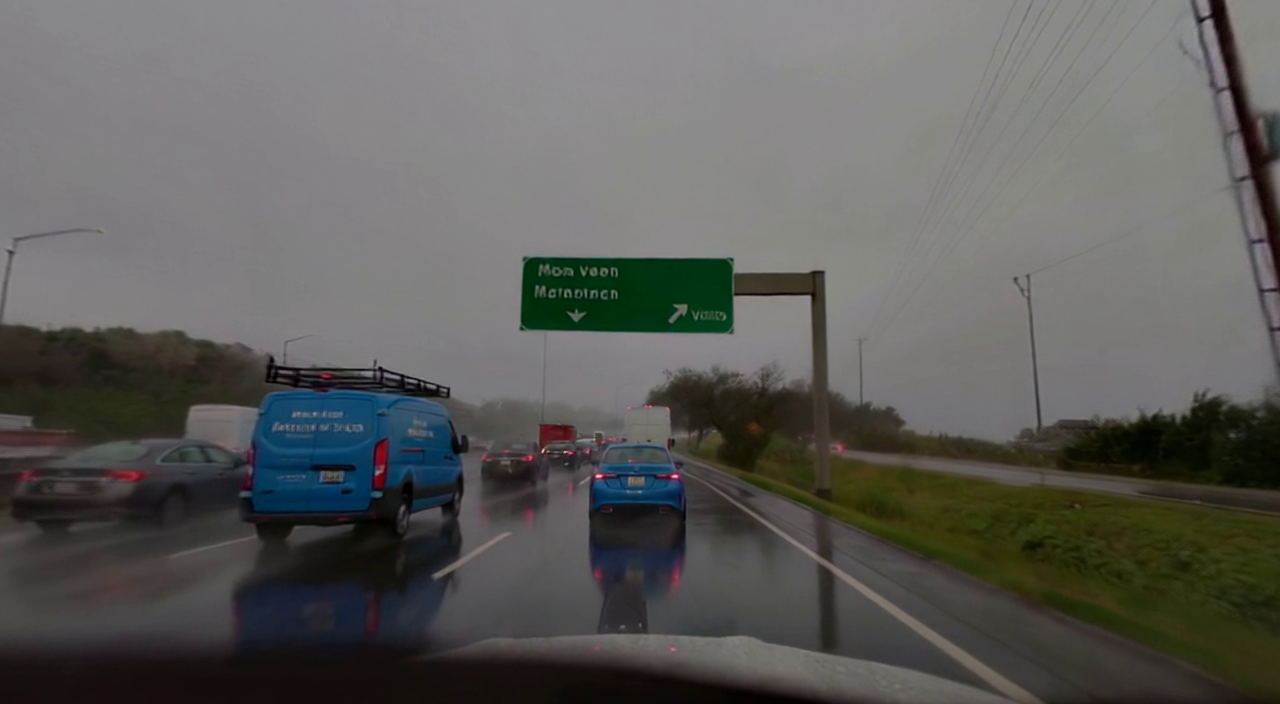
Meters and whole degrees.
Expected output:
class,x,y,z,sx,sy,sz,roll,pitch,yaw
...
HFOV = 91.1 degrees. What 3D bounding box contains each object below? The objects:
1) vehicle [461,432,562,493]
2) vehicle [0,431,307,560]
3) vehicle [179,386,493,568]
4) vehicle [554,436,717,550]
class,x,y,z,sx,sy,sz,roll,pitch,yaw
vehicle,-3.826,3.392,19.601,2.114,1.657,4.432,0,-8,2
vehicle,-7.415,2.034,9.730,1.933,1.506,4.504,0,-8,1
vehicle,-3.826,1.681,9.122,2.142,1.952,4.556,0,-8,2
vehicle,-0.064,2.090,10.046,2.054,1.421,4.090,0,-8,0
